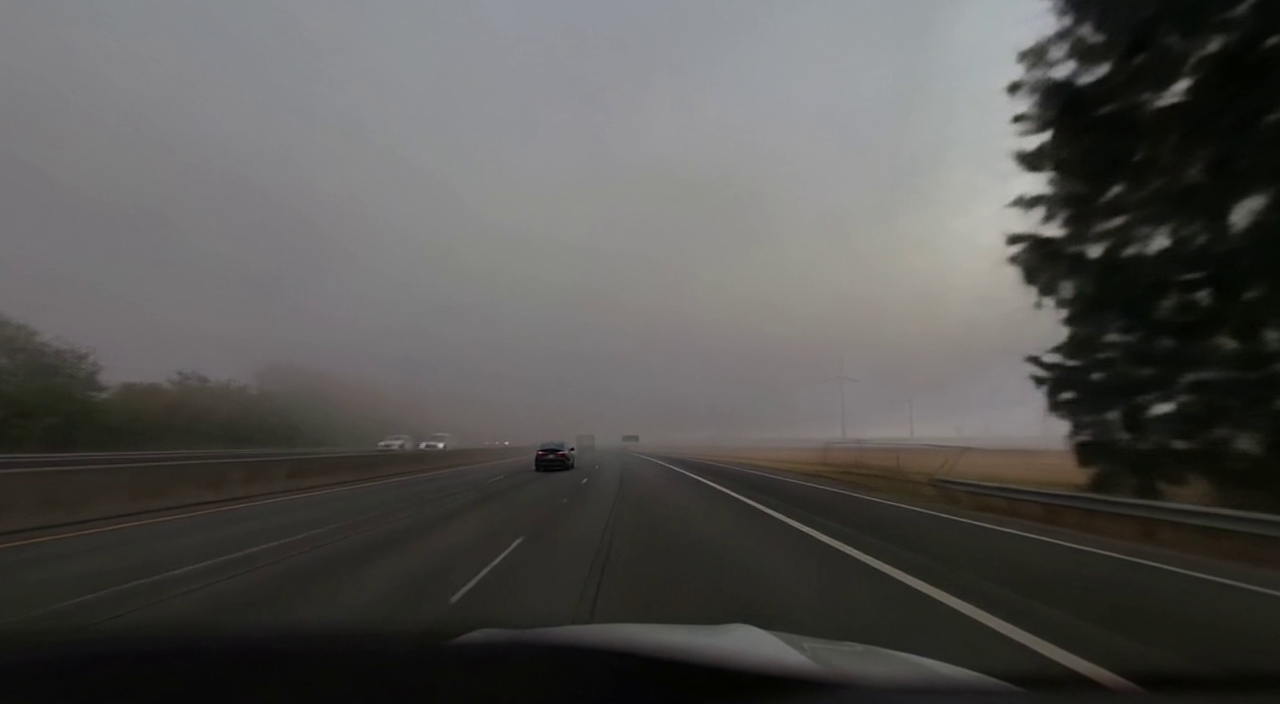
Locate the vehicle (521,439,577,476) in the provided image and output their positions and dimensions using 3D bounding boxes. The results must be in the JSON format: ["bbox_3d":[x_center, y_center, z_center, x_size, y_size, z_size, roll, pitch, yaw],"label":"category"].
[{"bbox_3d":[-4.012,4.725,28.533,2.053,1.549,4.097,0,-8,-2],"label":"vehicle"}]
